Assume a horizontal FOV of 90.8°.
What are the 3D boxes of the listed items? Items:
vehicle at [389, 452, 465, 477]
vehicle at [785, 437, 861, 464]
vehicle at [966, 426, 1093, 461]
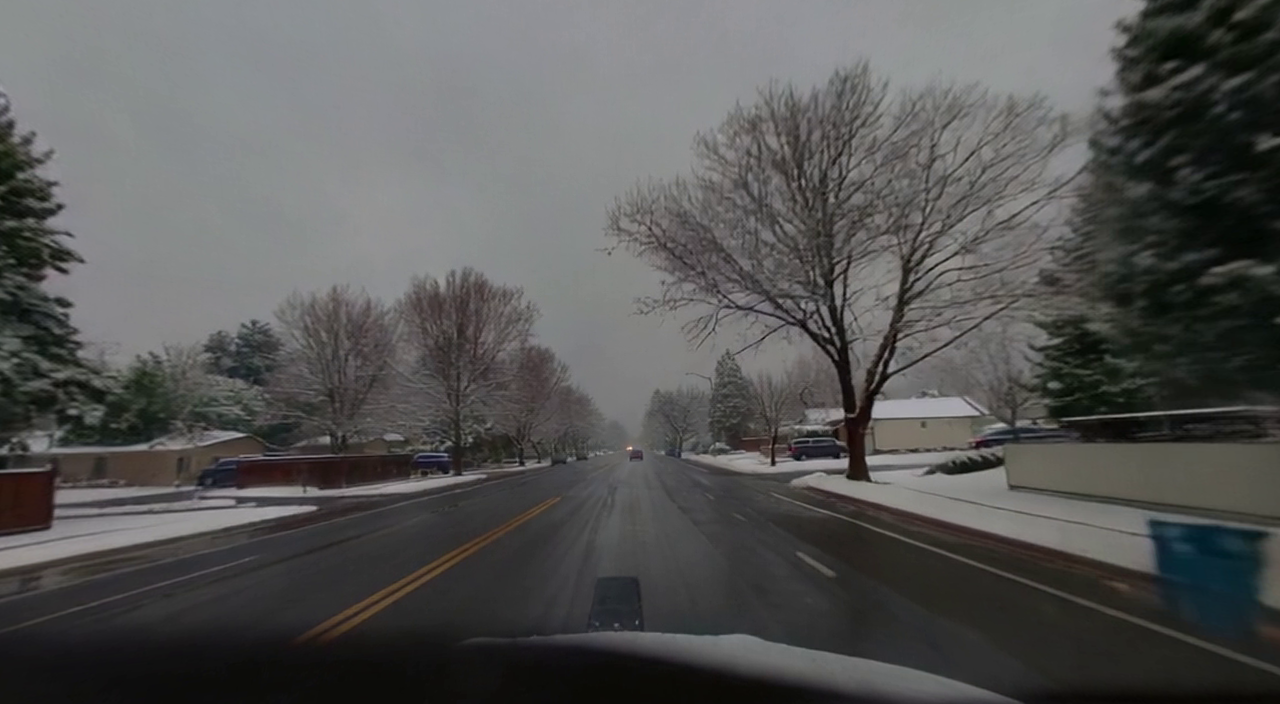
[{"bbox_3d":[-15.679,8.277,46.714,4.859,1.780,2.031,0,-9,2],"label":"vehicle"},{"bbox_3d":[12.003,6.493,41.638,4.392,1.685,1.959,1,-8,-4],"label":"vehicle"},{"bbox_3d":[16.897,4.046,27.610,1.867,1.390,4.234,4,-10,-34],"label":"vehicle"}]
